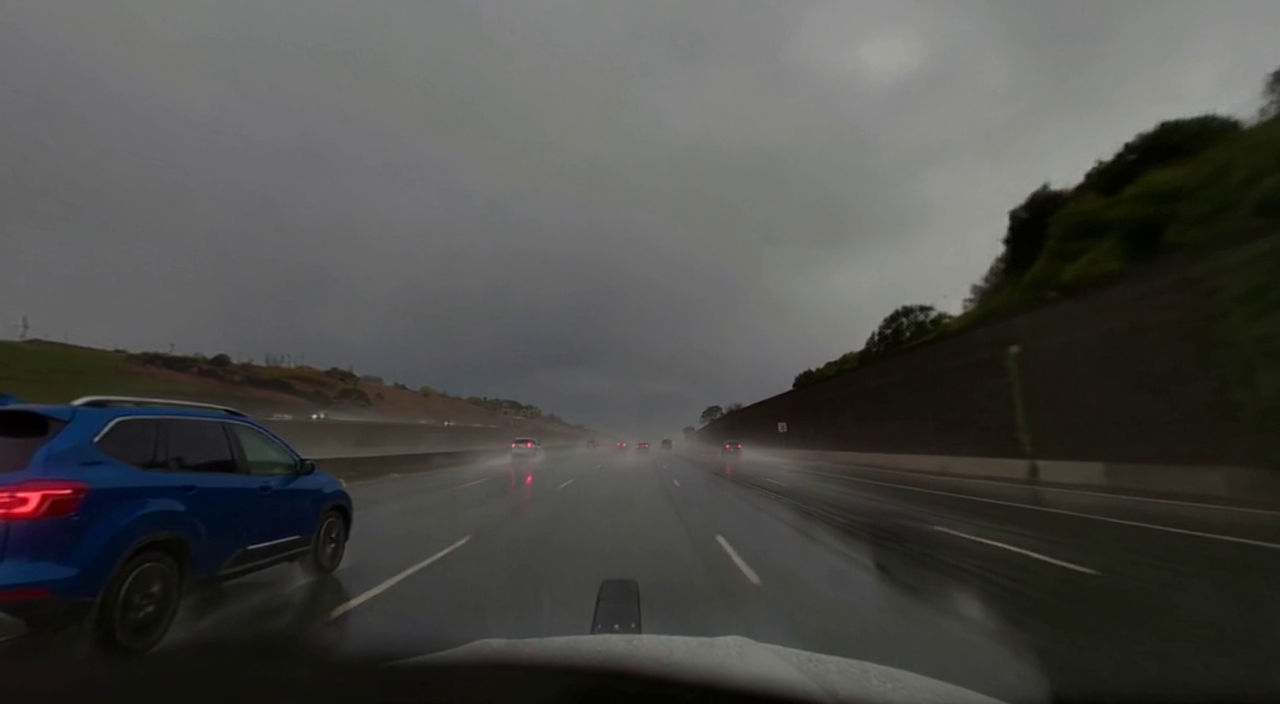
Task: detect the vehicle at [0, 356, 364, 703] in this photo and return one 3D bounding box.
[{"bbox_3d":[-3.855,1.072,4.042,2.047,1.715,4.689,0,-9,0],"label":"vehicle"}]

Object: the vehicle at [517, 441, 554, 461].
[{"bbox_3d":[-8.029,7.693,48.989,2.054,1.474,4.450,0,-9,1],"label":"vehicle"}]
